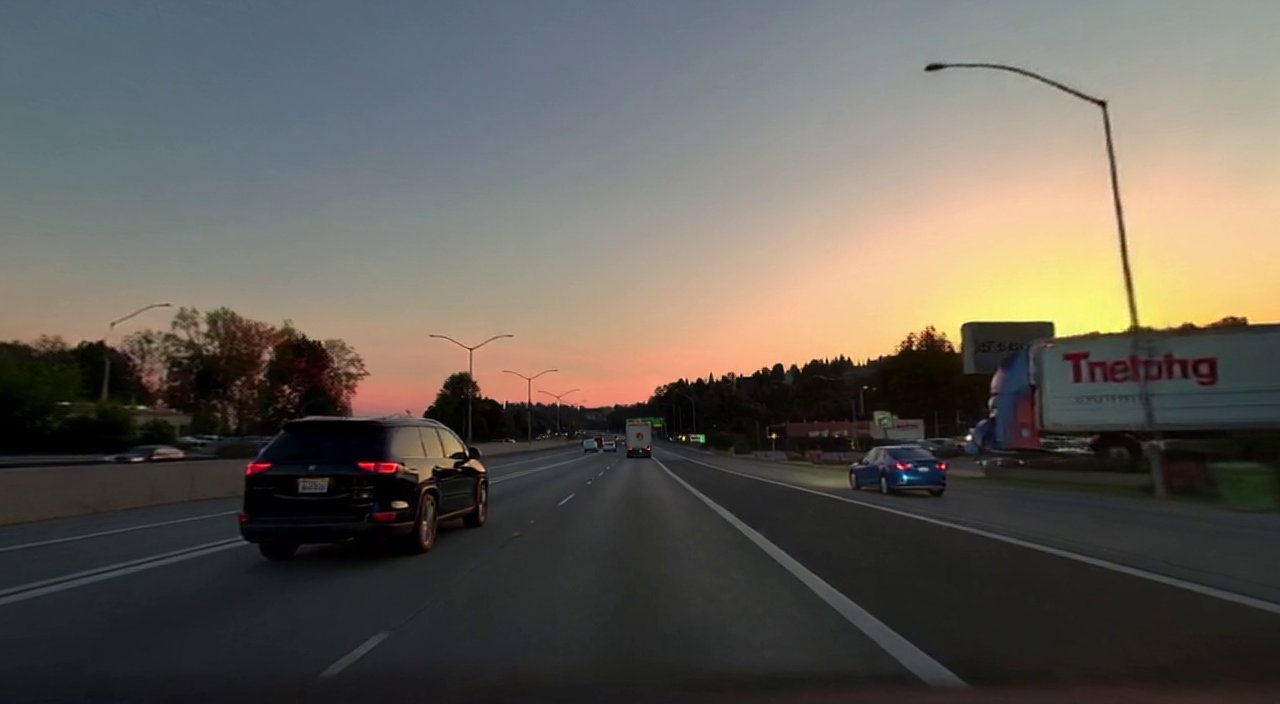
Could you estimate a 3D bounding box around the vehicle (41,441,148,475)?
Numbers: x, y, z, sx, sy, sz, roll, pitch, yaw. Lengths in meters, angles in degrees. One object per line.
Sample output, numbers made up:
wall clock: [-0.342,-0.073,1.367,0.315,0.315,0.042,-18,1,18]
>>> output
vehicle: [-28.733,5.597,33.281,1.895,1.654,4.190,0,-9,0]

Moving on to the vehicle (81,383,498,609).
vehicle: [-3.412,1.533,7.632,2.178,1.826,4.933,0,-9,0]

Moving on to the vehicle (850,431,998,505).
vehicle: [7.235,2.972,16.554,1.958,1.681,4.109,0,-9,0]
